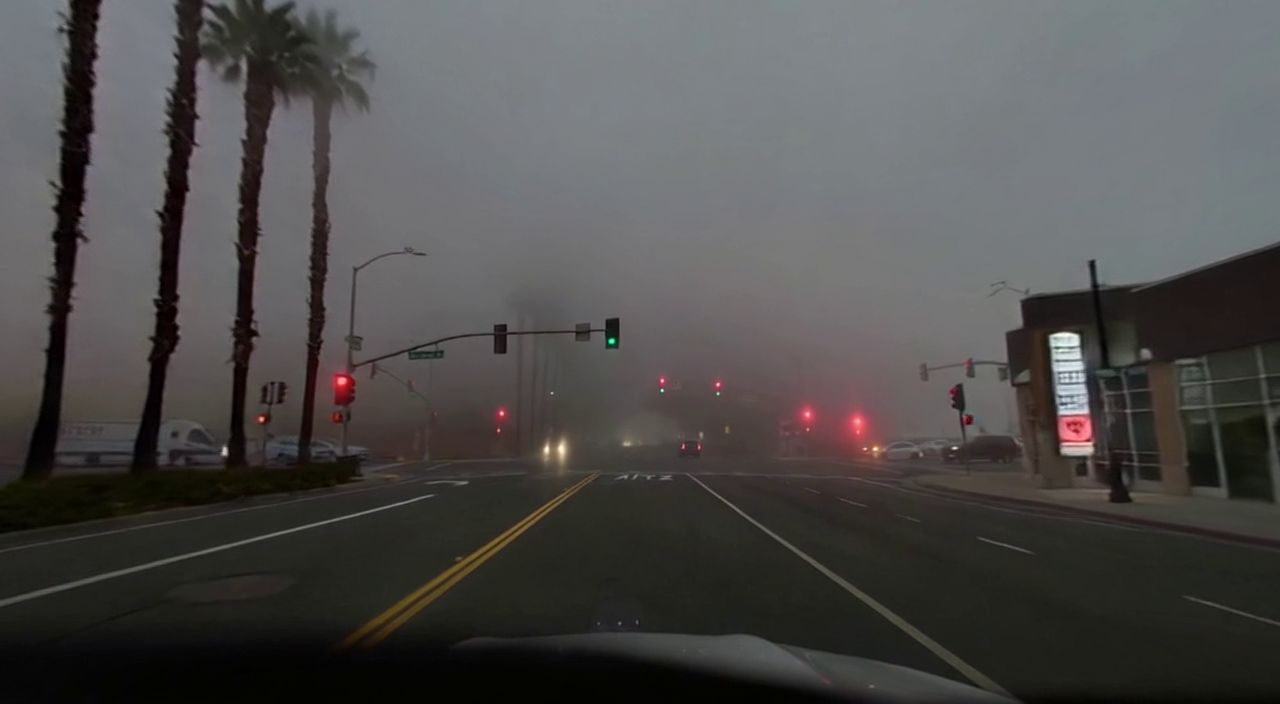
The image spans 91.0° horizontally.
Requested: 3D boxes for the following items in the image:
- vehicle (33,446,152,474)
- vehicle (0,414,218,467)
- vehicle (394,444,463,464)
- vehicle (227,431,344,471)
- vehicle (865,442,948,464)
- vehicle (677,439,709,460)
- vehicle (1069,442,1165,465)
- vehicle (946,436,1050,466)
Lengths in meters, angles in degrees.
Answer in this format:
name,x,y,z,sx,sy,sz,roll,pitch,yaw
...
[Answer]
name,x,y,z,sx,sy,sz,roll,pitch,yaw
vehicle,-29.456,5.827,33.977,4.538,1.446,2.028,0,-8,1
vehicle,-35.490,5.844,41.745,12.726,3.308,3.114,0,-7,0
vehicle,-16.305,7.869,48.572,4.791,1.487,2.002,4,-10,-27
vehicle,-19.020,5.351,33.978,4.901,2.064,2.296,0,-8,0
vehicle,18.891,7.191,44.801,4.977,1.508,1.948,0,-9,0
vehicle,4.009,7.489,48.241,2.065,1.507,4.225,0,-8,-1
vehicle,31.283,6.664,41.361,4.701,1.463,1.989,0,-9,-2
vehicle,23.355,6.448,41.187,5.509,1.873,2.123,0,-9,-2
